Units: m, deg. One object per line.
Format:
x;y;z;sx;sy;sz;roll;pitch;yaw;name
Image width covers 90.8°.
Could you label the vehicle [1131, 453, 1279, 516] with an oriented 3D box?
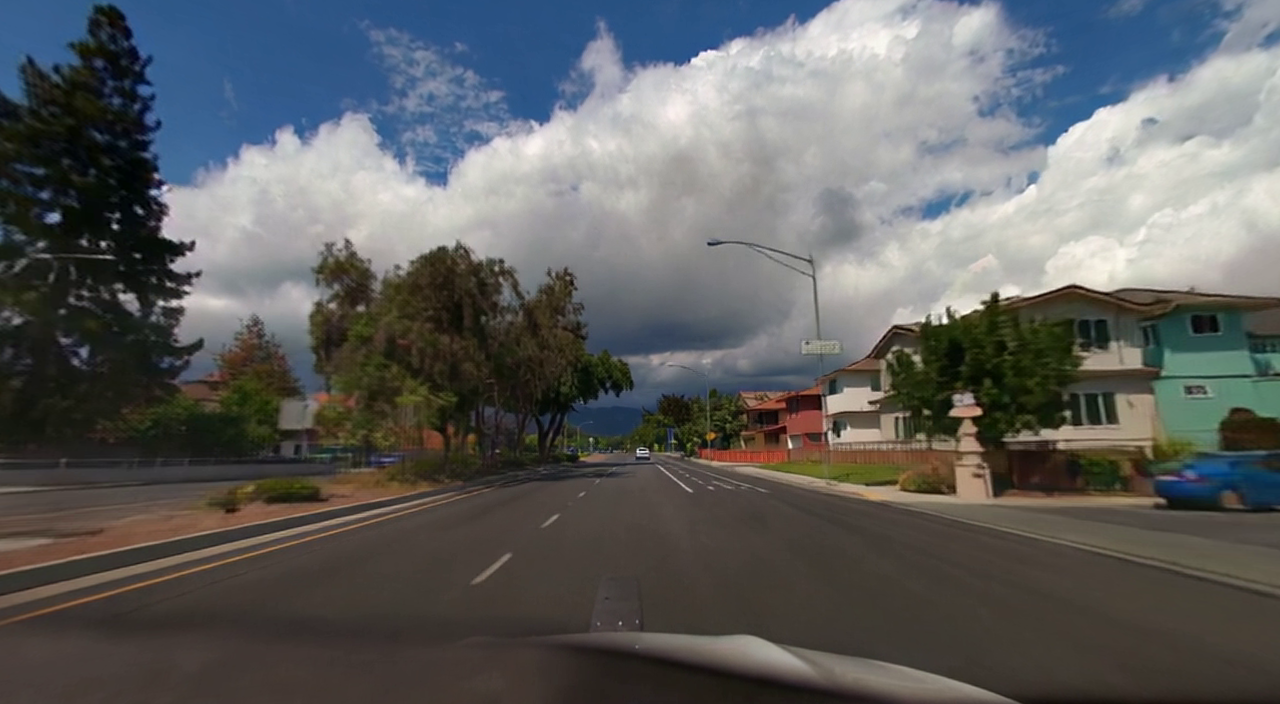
16.021;3.369;16.337;4.913;1.470;2.045;0;-9;0;vehicle
